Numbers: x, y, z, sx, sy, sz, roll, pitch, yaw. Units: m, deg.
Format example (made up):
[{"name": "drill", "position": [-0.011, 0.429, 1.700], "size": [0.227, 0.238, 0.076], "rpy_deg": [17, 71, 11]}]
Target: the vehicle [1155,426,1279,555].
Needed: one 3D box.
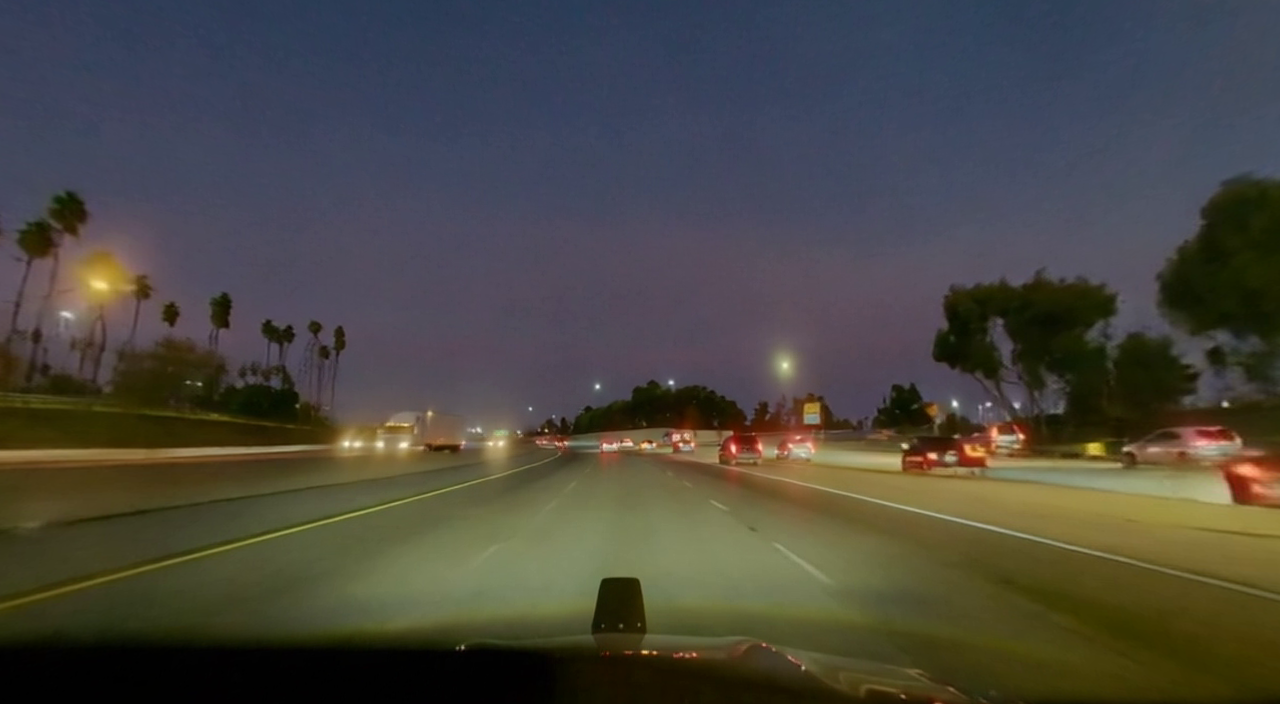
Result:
[{"name": "vehicle", "position": [8.455, 1.506, 6.656], "size": [2.092, 1.478, 4.647], "rpy_deg": [0, -8, 0]}]

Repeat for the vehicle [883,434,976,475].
[{"name": "vehicle", "position": [12.398, 4.405, 27.280], "size": [1.864, 1.574, 4.059], "rpy_deg": [0, -8, -4]}]

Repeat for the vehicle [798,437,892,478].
[{"name": "vehicle", "position": [8.094, 4.201, 25.395], "size": [2.080, 1.457, 4.404], "rpy_deg": [0, -8, -4]}]

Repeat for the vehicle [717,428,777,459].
[{"name": "vehicle", "position": [7.255, 6.349, 43.661], "size": [2.622, 1.977, 6.537], "rpy_deg": [0, -8, -4]}]

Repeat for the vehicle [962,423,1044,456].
[{"name": "vehicle", "position": [22.976, 5.604, 40.185], "size": [2.085, 1.989, 4.825], "rpy_deg": [0, -8, -3]}]
